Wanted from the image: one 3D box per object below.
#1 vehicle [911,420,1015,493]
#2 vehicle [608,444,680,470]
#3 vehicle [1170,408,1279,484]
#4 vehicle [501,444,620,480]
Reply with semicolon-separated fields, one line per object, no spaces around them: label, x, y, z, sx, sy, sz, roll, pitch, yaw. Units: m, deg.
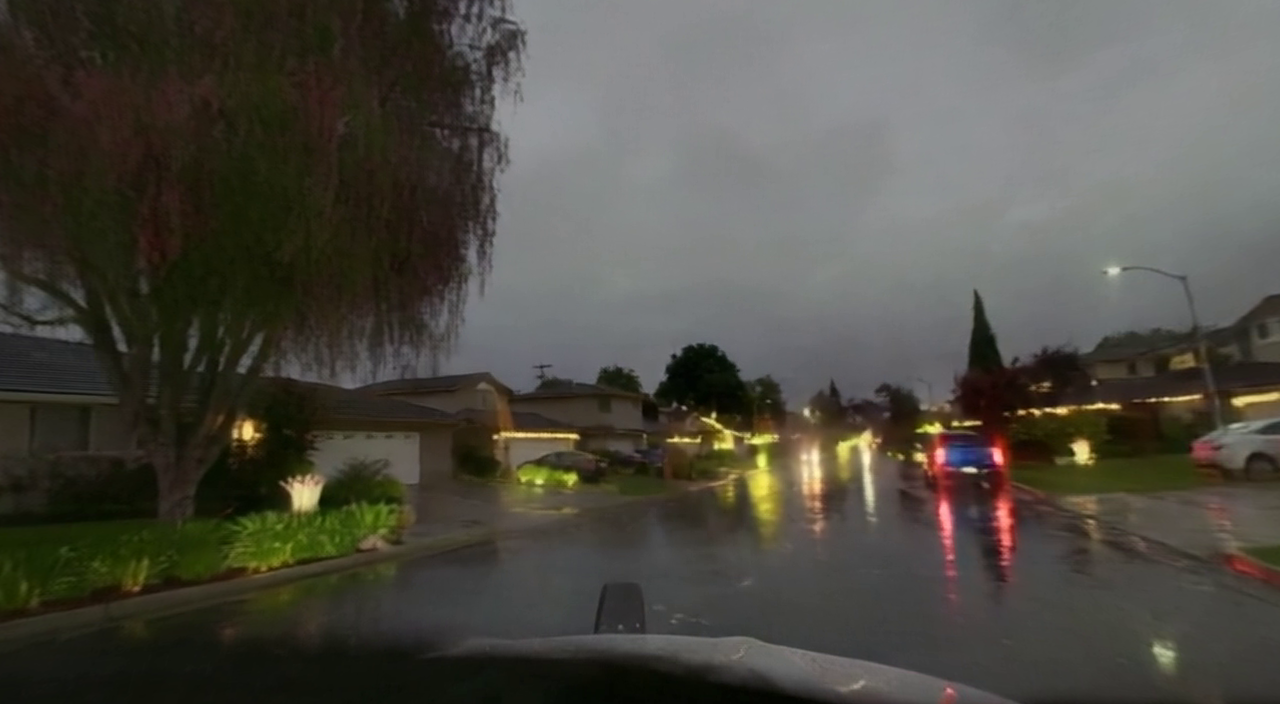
vehicle;10.354;3.340;20.661;2.552;2.024;5.414;-4;-9;23
vehicle;0.260;6.791;40.970;4.319;1.605;1.770;-3;-9;16
vehicle;14.185;1.966;13.369;3.984;1.515;1.903;-2;-8;11
vehicle;-3.516;4.831;27.938;4.916;1.485;1.807;-3;-9;18
